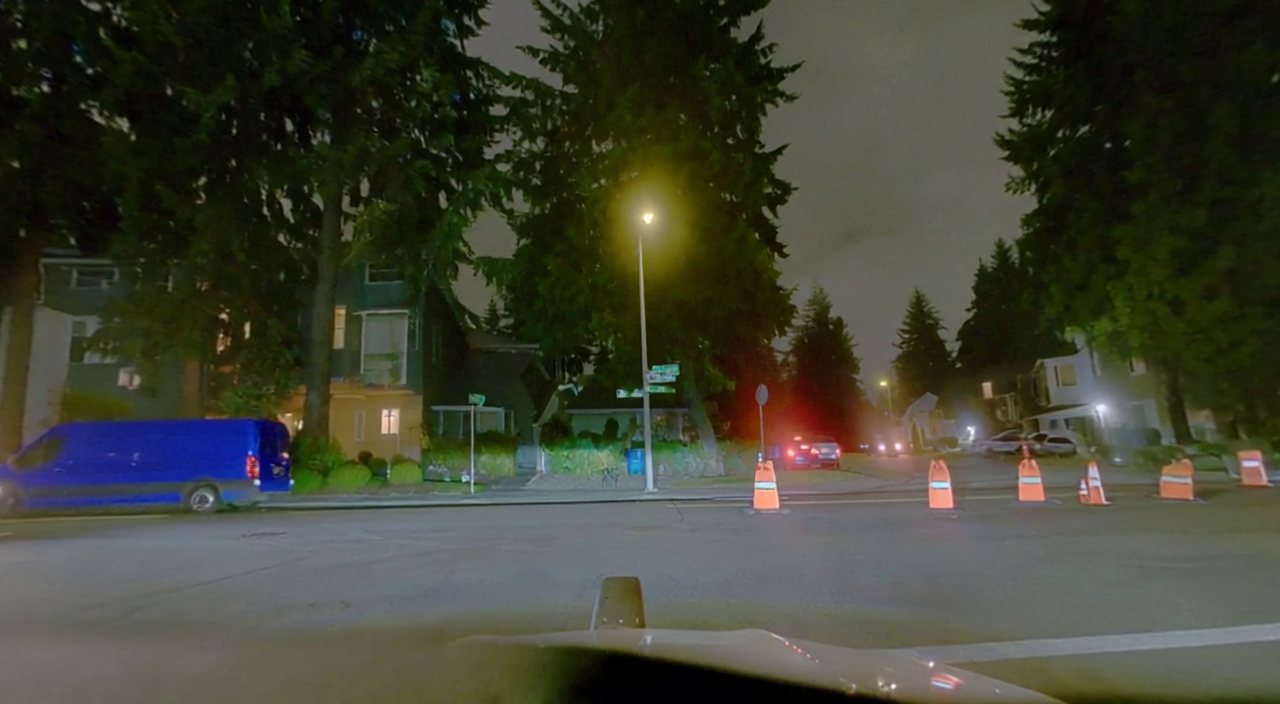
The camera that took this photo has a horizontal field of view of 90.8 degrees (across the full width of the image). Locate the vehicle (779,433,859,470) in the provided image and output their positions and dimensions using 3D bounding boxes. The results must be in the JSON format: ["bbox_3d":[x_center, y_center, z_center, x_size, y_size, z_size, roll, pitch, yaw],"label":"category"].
[{"bbox_3d":[8.067,4.551,28.934,1.893,1.529,4.422,1,-9,-7],"label":"vehicle"}]

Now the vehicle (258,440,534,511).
[{"bbox_3d":[-6.502,3.420,17.884,6.643,1.777,2.925,1,-9,-5],"label":"vehicle"}]

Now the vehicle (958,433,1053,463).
[{"bbox_3d":[23.983,6.306,41.518,4.984,1.912,2.132,1,-8,-6],"label":"vehicle"}]

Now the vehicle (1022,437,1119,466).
[{"bbox_3d":[22.775,5.277,33.541,3.863,1.453,1.826,1,-9,-5],"label":"vehicle"}]

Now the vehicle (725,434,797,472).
[{"bbox_3d":[5.355,4.520,28.508,2.007,1.555,4.204,1,-9,-7],"label":"vehicle"}]

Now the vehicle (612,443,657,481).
[{"bbox_3d":[-0.298,4.816,27.929,1.648,1.430,3.654,4,-9,-4],"label":"vehicle"}]

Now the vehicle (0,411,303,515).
[{"bbox_3d":[-14.072,3.093,17.450,7.824,2.323,2.863,-3,-10,-3],"label":"vehicle"}]

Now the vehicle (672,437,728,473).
[{"bbox_3d":[2.604,4.593,28.344,1.745,1.461,4.074,1,-9,-5],"label":"vehicle"}]
